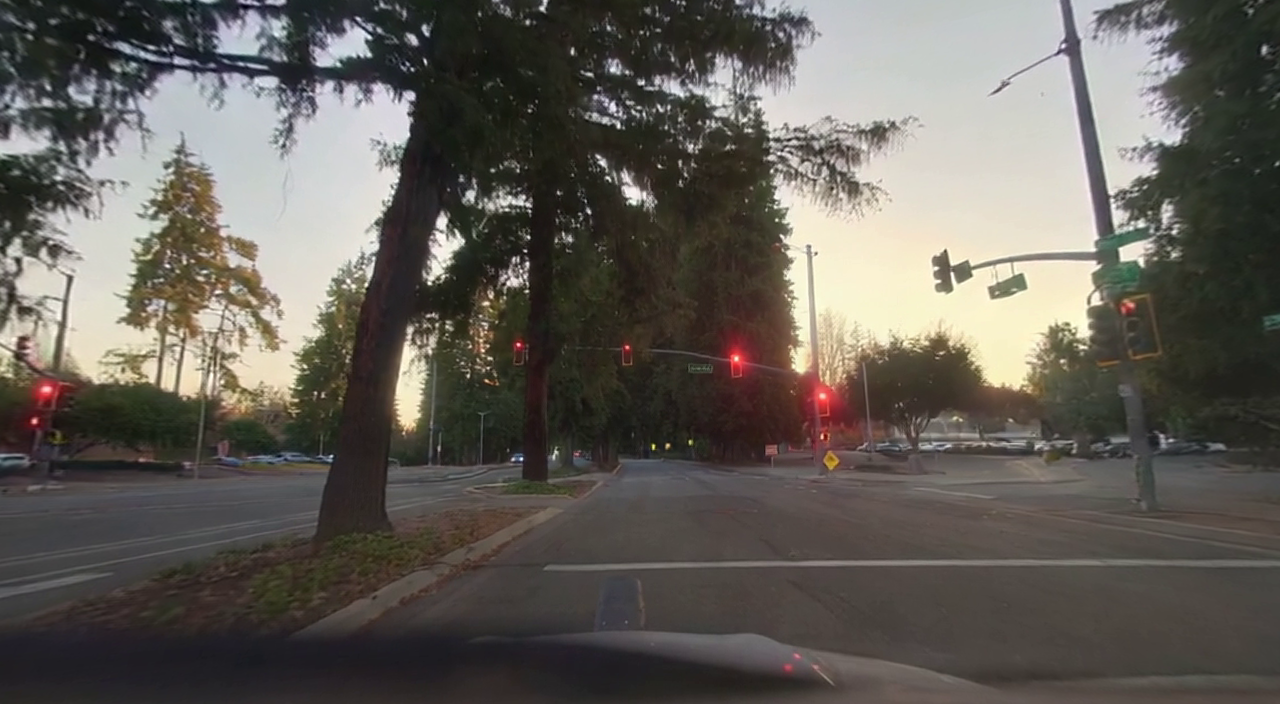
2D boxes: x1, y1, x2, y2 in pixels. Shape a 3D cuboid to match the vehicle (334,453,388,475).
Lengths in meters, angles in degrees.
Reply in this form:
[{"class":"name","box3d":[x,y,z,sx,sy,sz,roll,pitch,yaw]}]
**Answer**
[{"class":"vehicle","box3d":[-20.597,8.285,46.742,1.965,1.475,4.269,-1,-8,2]}]
